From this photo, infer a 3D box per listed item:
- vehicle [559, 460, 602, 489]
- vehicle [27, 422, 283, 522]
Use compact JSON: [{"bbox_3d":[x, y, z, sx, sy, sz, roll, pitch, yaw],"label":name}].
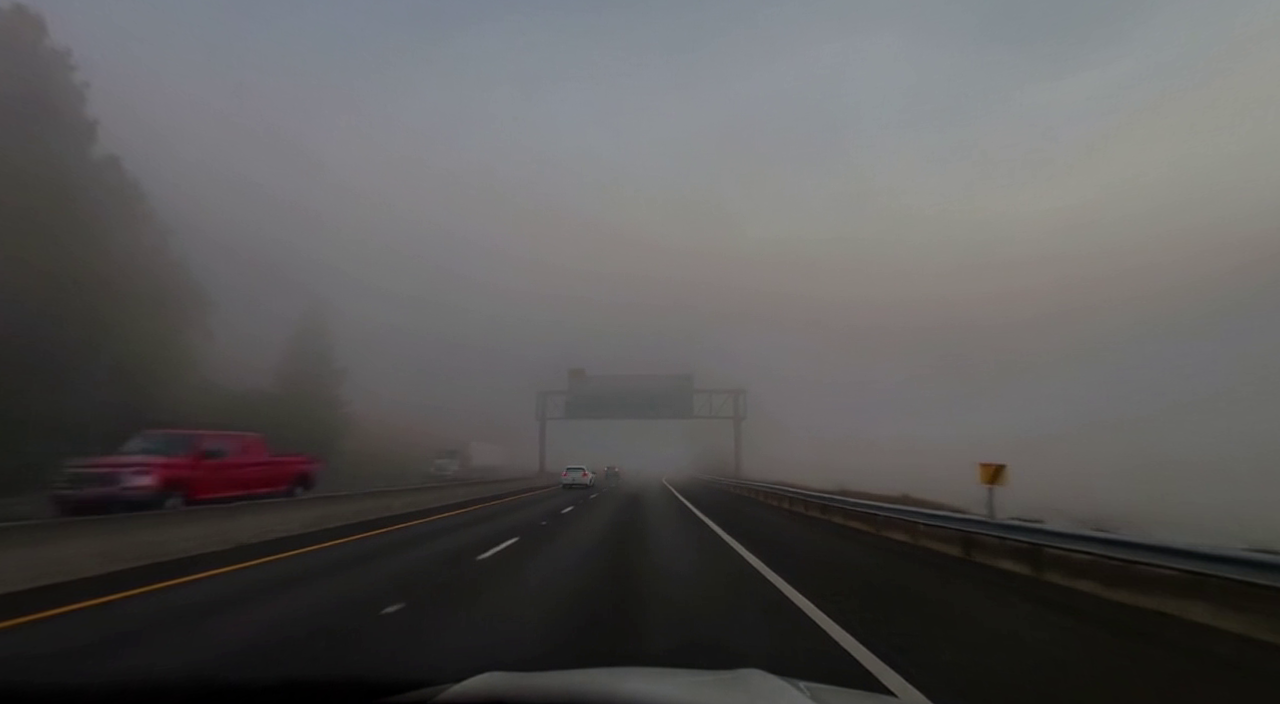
[{"bbox_3d":[-3.742,7.883,40.683,2.160,1.721,4.368,1,-11,2],"label":"vehicle"},{"bbox_3d":[-12.557,3.219,17.080,2.282,2.189,5.633,1,-11,1],"label":"vehicle"}]
